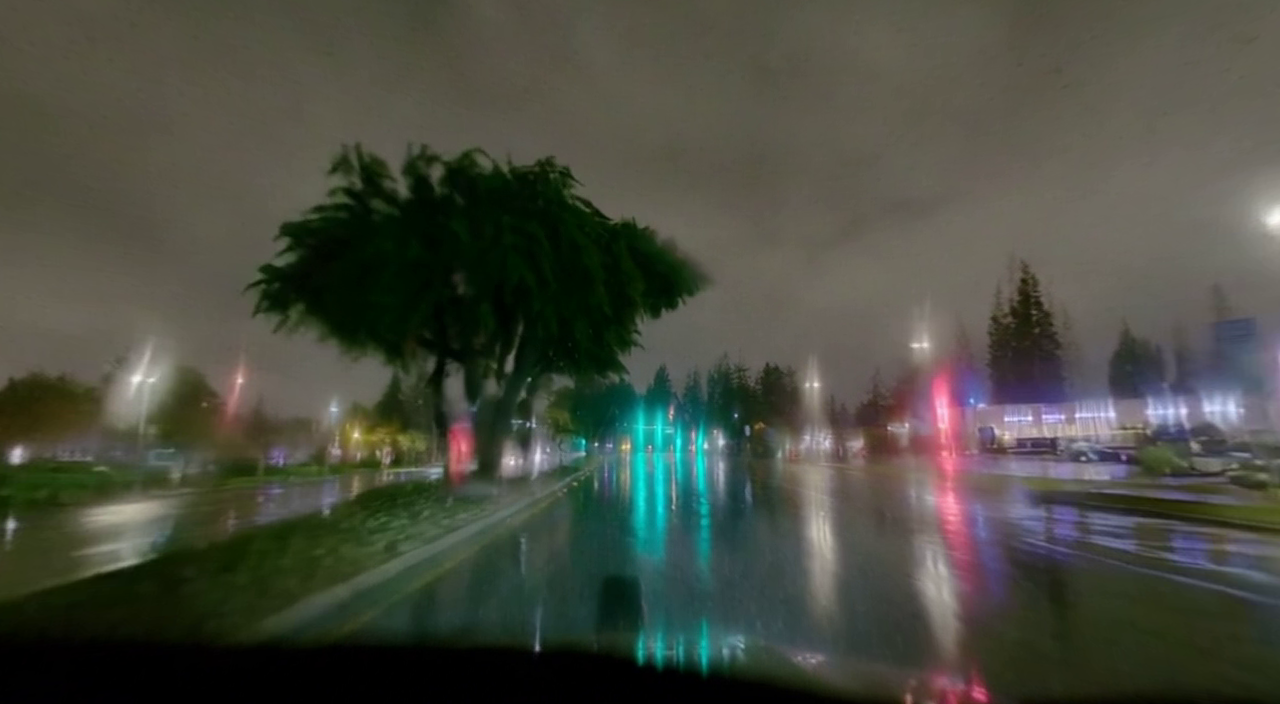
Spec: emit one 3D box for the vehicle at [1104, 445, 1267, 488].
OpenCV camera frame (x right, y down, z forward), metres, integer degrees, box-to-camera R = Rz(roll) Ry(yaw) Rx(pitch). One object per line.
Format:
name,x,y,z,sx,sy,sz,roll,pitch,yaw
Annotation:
vehicle,20.453,4.277,23.836,4.267,1.512,1.966,0,-9,0

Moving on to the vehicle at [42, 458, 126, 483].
vehicle,-41.294,8.775,47.081,2.047,1.622,4.985,-1,-9,-5

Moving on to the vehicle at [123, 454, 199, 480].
vehicle,-35.648,8.540,47.156,1.983,1.818,4.590,0,-9,0

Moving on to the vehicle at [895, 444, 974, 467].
vehicle,20.151,7.071,43.292,4.333,1.507,2.101,0,-9,-1

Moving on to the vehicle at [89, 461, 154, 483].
vehicle,-38.402,8.883,46.916,1.720,1.508,3.653,0,-9,-1

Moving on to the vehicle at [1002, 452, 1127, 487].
vehicle,19.942,5.560,29.812,4.403,1.436,1.918,-2,-12,1
